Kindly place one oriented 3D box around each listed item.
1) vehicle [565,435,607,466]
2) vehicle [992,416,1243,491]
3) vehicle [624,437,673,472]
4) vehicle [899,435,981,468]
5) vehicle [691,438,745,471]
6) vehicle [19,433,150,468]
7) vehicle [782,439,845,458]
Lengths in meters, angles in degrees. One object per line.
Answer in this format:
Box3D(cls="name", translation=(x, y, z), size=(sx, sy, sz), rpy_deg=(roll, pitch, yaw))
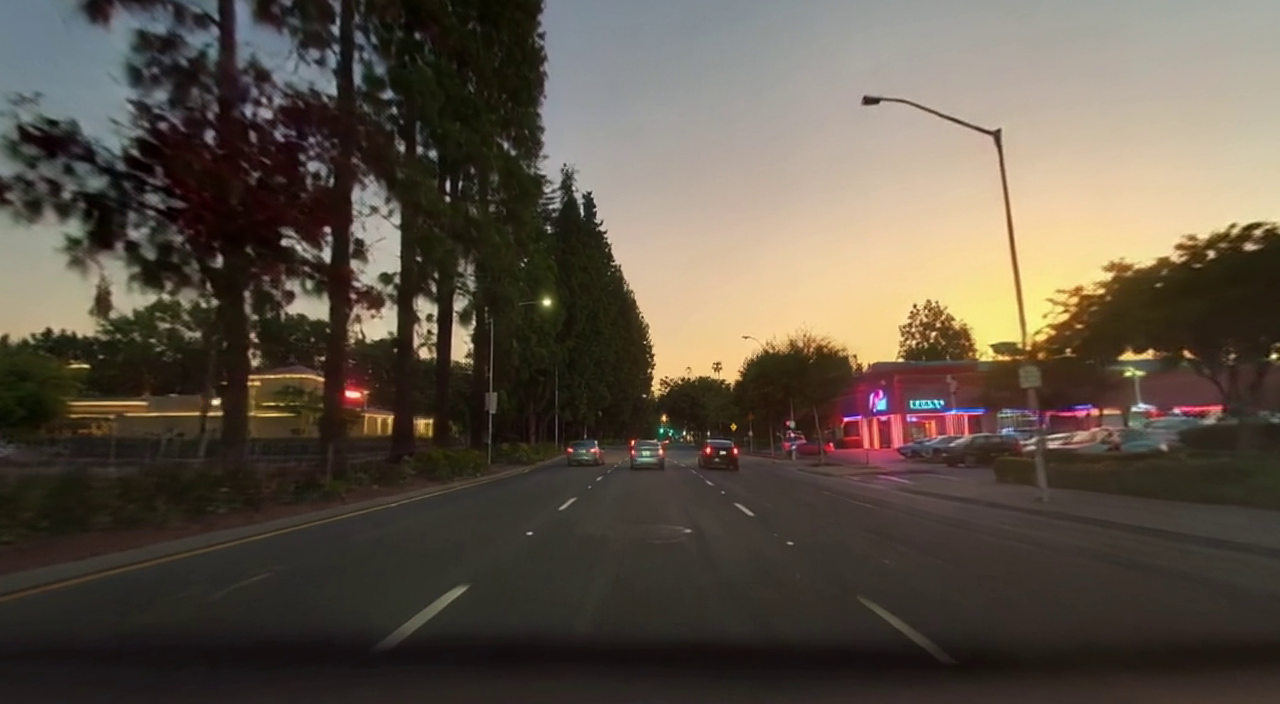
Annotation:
Box3D(cls="vehicle", translation=(-3.011, 5.622, 36.043), size=(1.995, 1.607, 4.086), rpy_deg=(0, -8, 1))
Box3D(cls="vehicle", translation=(13.215, 2.860, 17.789), size=(5.144, 1.834, 2.188), rpy_deg=(-2, -9, 2))
Box3D(cls="vehicle", translation=(0.366, 4.667, 28.905), size=(2.059, 1.477, 4.216), rpy_deg=(0, -8, 0))
Box3D(cls="vehicle", translation=(15.275, 5.098, 32.389), size=(2.099, 1.526, 4.555), rpy_deg=(-1, -8, 2))
Box3D(cls="vehicle", translation=(3.705, 4.978, 30.799), size=(2.012, 1.462, 4.400), rpy_deg=(0, -8, -1))
Box3D(cls="vehicle", translation=(-35.246, 6.262, 40.400), size=(2.578, 1.973, 6.455), rpy_deg=(1, -8, -1))
Box3D(cls="vehicle", translation=(13.628, 7.639, 49.860), size=(4.622, 1.469, 1.934), rpy_deg=(-2, -9, 11))
